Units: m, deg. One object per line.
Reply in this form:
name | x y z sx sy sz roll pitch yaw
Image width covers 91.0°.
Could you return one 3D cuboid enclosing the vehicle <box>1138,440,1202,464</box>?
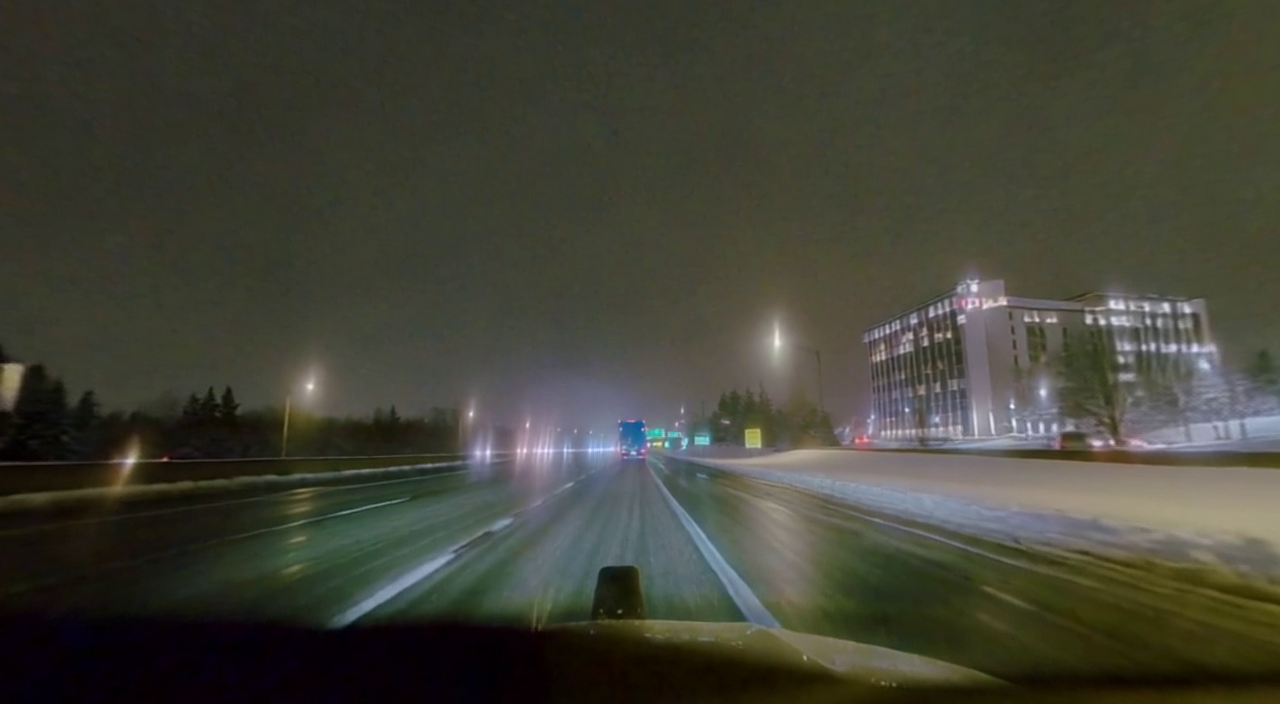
vehicle | 35.143 6.619 41.902 1.802 1.508 4.220 -4 -9 20
